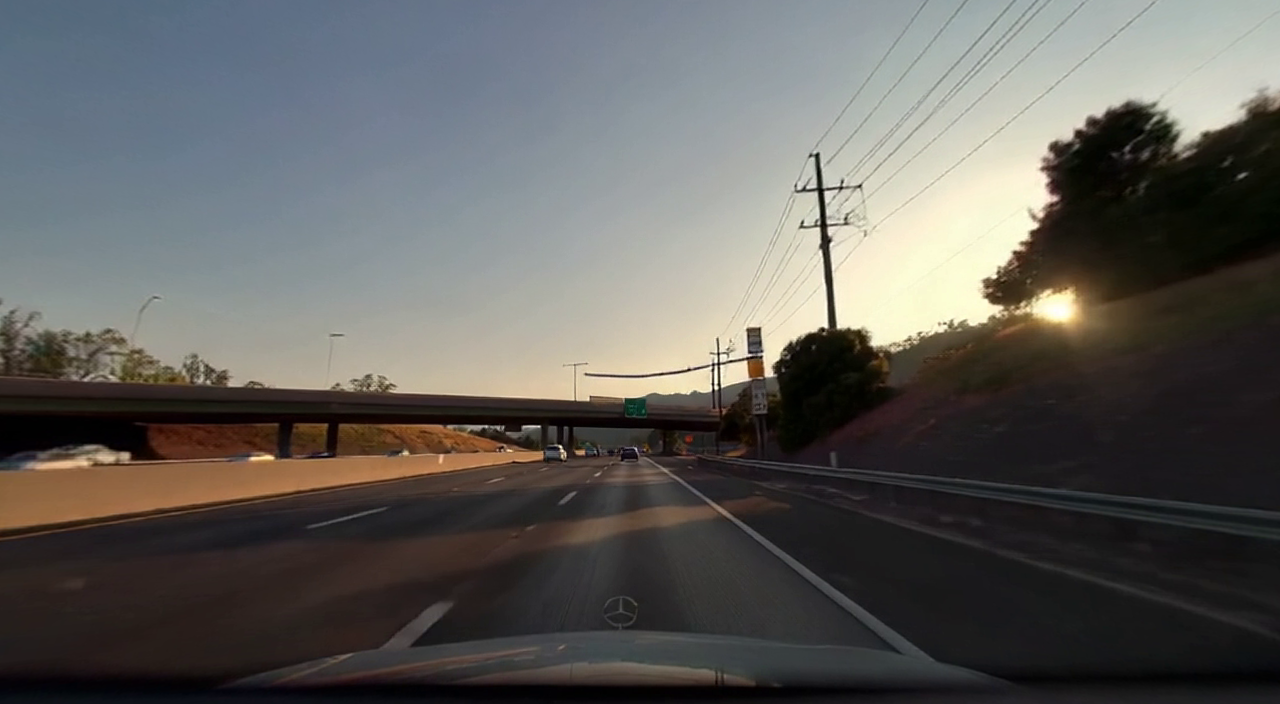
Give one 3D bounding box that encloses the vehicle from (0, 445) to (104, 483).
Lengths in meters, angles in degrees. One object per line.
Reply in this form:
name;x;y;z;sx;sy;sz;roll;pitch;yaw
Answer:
vehicle;-32.161;6.039;34.154;1.918;1.864;5.160;-1;-9;-2
